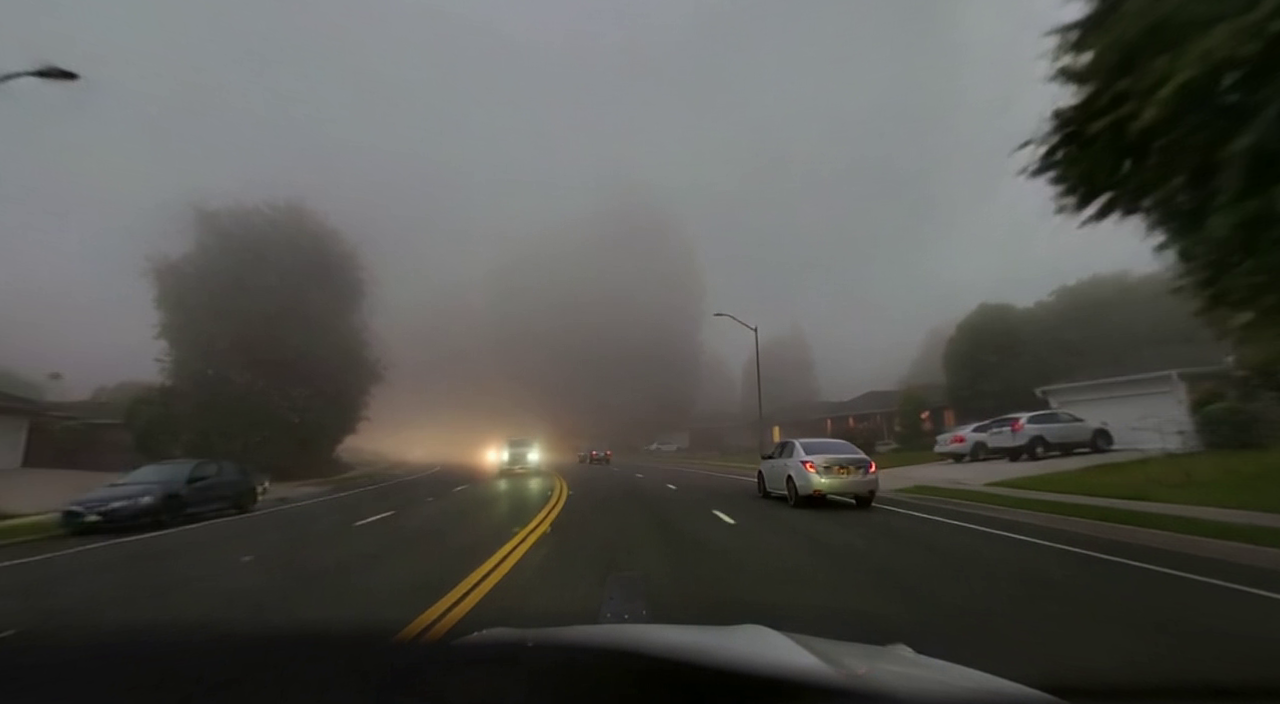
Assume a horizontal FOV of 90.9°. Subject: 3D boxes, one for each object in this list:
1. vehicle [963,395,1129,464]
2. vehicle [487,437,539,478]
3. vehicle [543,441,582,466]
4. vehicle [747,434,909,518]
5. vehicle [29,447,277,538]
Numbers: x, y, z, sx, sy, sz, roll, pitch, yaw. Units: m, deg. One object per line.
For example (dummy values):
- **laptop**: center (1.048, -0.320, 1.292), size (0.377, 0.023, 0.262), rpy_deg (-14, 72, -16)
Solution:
- **vehicle**: center (14.801, 2.834, 23.164), size (4.455, 1.795, 2.331), rpy_deg (-7, -6, -8)
- **vehicle**: center (-6.300, 5.193, 31.468), size (2.316, 1.845, 4.805), rpy_deg (1, -9, -10)
- **vehicle**: center (-5.622, 7.275, 45.176), size (2.106, 1.667, 4.367), rpy_deg (2, -9, -16)
- **vehicle**: center (3.827, 2.597, 13.773), size (1.934, 1.506, 4.282), rpy_deg (0, -8, -4)
- **vehicle**: center (-10.739, 3.062, 14.546), size (2.038, 1.690, 4.825), rpy_deg (0, -8, -3)
